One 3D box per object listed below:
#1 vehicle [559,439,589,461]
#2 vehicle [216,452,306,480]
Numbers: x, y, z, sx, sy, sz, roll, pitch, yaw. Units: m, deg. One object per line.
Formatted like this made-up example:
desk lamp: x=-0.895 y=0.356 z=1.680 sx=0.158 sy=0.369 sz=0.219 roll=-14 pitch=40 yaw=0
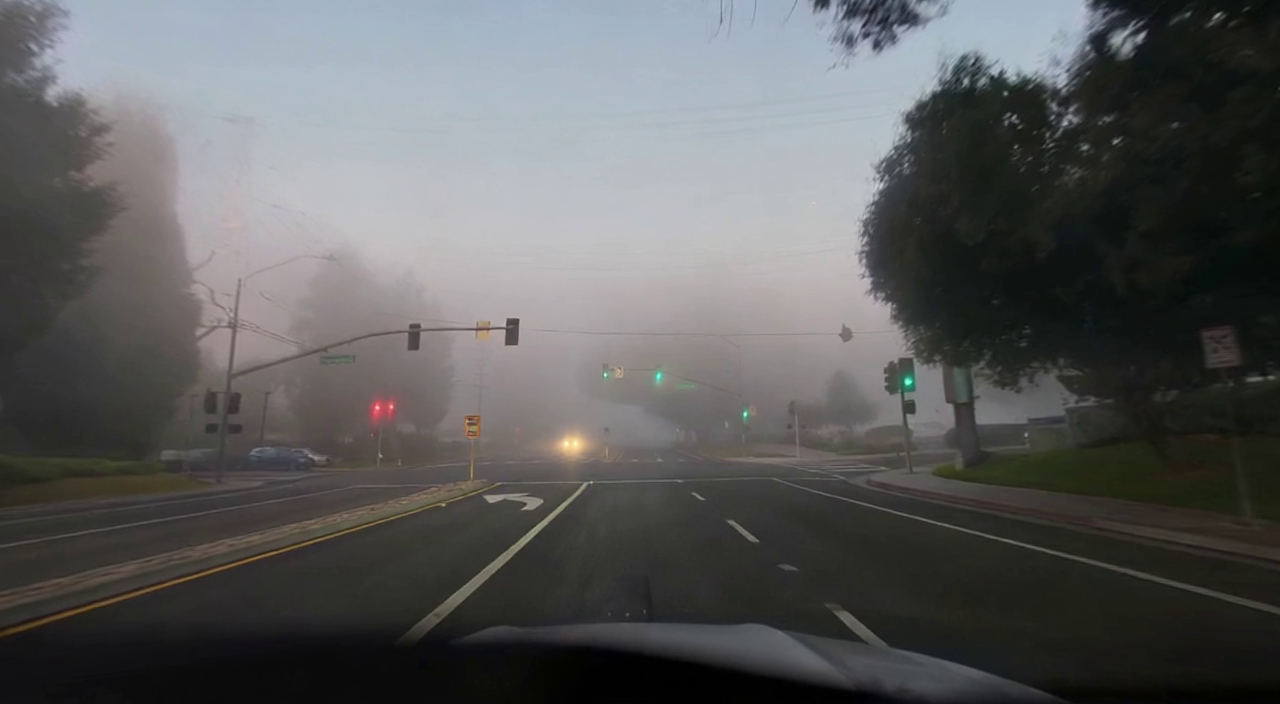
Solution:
vehicle: x=-5.110 y=7.693 z=49.658 sx=1.948 sy=1.471 sz=5.408 roll=2 pitch=-7 yaw=-2
vehicle: x=-24.658 y=7.418 z=41.153 sx=4.553 sy=1.722 sz=1.915 roll=0 pitch=-8 yaw=-2
